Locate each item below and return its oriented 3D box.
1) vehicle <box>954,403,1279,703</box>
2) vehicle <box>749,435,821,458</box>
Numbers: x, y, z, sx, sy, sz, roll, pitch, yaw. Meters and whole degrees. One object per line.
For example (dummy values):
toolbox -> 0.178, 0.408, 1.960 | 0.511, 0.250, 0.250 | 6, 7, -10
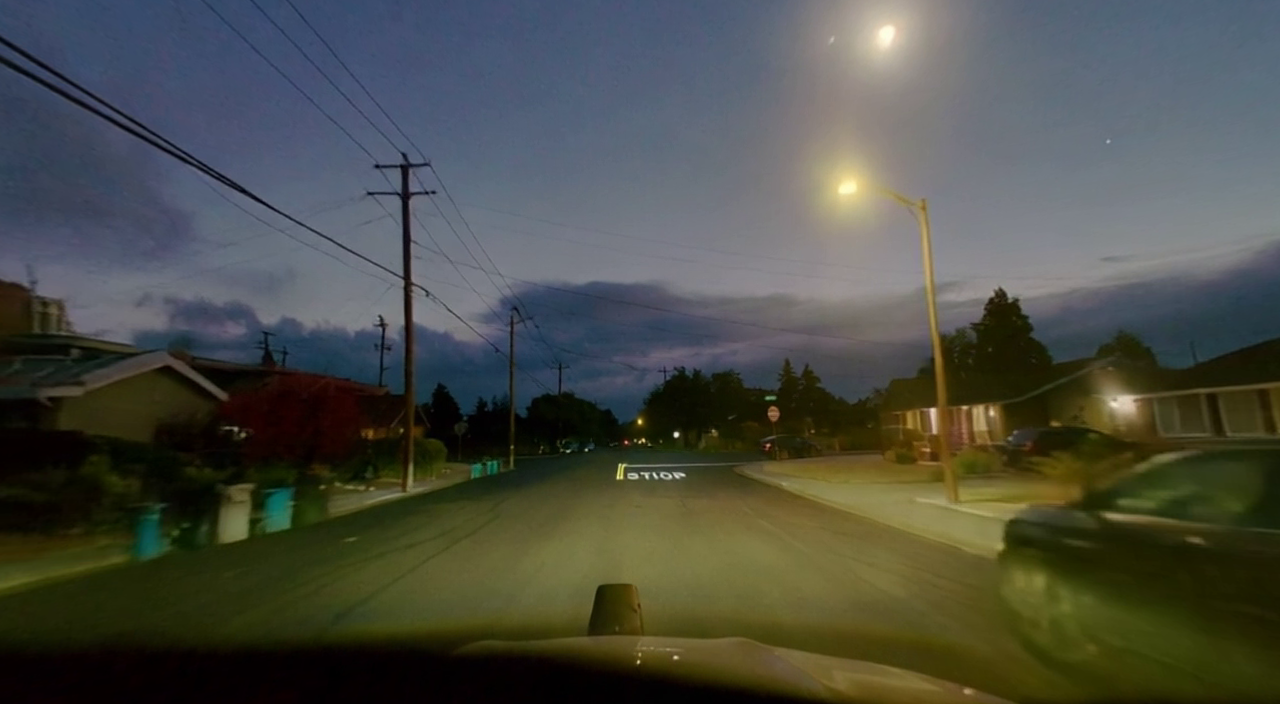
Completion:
vehicle -> 3.550, 1.000, 2.693 | 2.012, 1.531, 4.557 | 0, -8, -1
vehicle -> 9.875, 6.453, 43.103 | 4.452, 1.482, 2.017 | 4, -9, -25
